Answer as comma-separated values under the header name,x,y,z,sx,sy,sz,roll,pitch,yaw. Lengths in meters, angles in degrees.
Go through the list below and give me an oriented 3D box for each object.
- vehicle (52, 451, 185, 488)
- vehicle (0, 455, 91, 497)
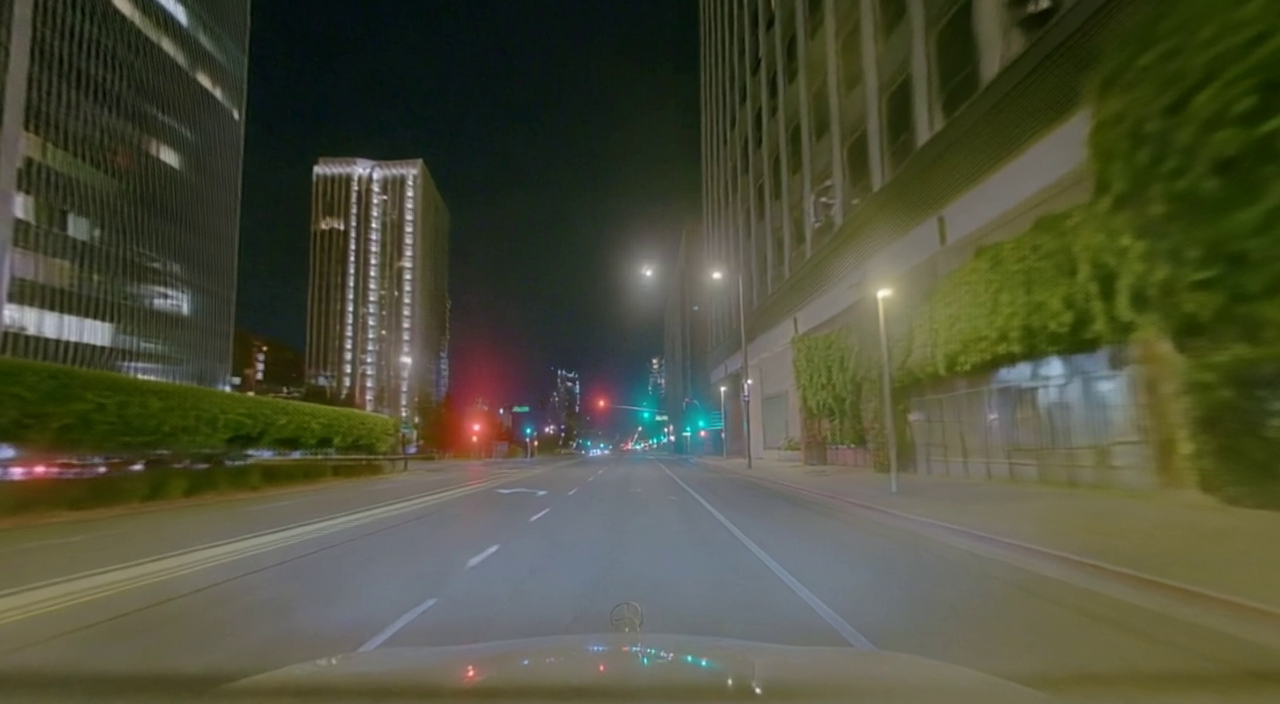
name,x,y,z,sx,sy,sz,roll,pitch,yaw
vehicle,-24.593,5.531,29.954,4.377,1.668,1.977,1,-8,-6
vehicle,-24.687,4.806,24.588,4.600,1.506,2.143,0,-8,1
